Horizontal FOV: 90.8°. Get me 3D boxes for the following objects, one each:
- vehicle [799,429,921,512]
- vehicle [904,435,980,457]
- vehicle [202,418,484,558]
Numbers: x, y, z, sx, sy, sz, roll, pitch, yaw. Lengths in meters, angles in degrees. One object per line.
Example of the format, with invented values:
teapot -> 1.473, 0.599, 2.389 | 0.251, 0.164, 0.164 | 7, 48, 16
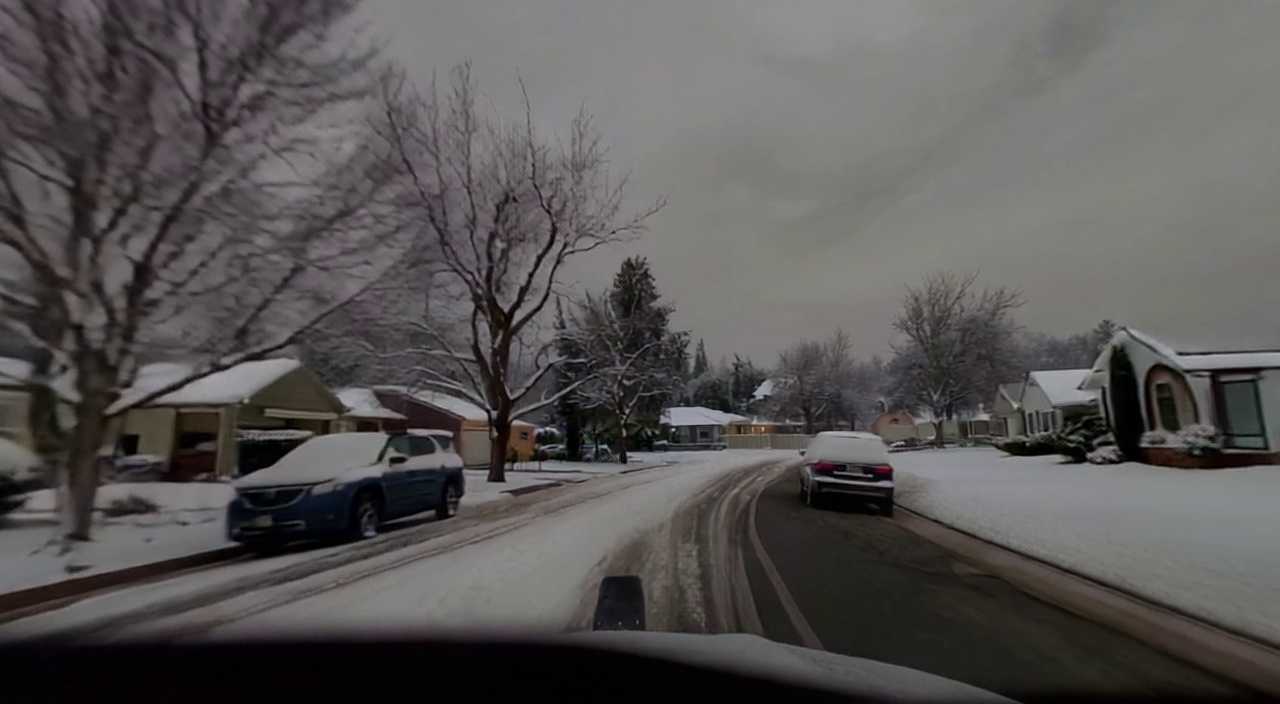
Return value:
vehicle -> 5.034, 2.748, 15.194 | 2.075, 1.657, 4.648 | -2, -9, 11
vehicle -> 21.488, 6.749, 45.173 | 4.554, 1.521, 1.937 | -2, -9, 16
vehicle -> -4.455, 2.072, 10.502 | 2.041, 1.762, 4.508 | -3, -8, 8
